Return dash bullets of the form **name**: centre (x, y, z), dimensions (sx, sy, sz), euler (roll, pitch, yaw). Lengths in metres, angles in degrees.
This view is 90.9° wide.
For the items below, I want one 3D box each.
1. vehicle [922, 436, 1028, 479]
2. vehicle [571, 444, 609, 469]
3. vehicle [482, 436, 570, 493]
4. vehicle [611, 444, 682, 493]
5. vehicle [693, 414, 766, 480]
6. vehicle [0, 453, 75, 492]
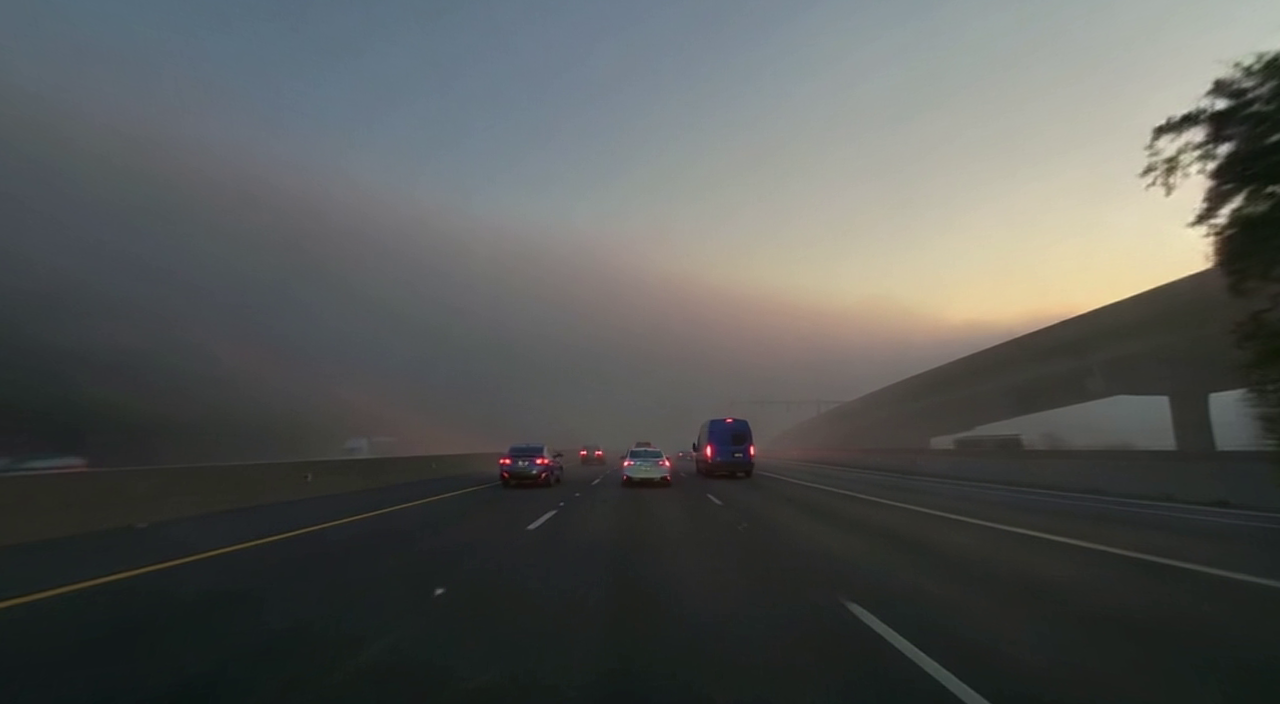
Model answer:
- **vehicle**: centre (16.001, 5.059, 30.527), dimensions (2.189, 1.869, 5.080), euler (0, -8, -2)
- **vehicle**: centre (-3.504, 7.420, 45.038), dimensions (2.258, 1.655, 4.397), euler (0, -8, 1)
- **vehicle**: centre (-3.696, 3.734, 21.282), dimensions (2.078, 1.706, 4.298), euler (-1, -8, 1)
- **vehicle**: centre (0.199, 3.869, 21.386), dimensions (2.174, 1.467, 4.005), euler (0, -8, 0)
- **vehicle**: centre (4.068, 4.512, 30.107), dimensions (2.436, 2.745, 6.607), euler (0, -8, 0)
- **vehicle**: centre (-26.514, 5.028, 26.460), dimensions (1.987, 1.487, 3.758), euler (0, -8, 3)
